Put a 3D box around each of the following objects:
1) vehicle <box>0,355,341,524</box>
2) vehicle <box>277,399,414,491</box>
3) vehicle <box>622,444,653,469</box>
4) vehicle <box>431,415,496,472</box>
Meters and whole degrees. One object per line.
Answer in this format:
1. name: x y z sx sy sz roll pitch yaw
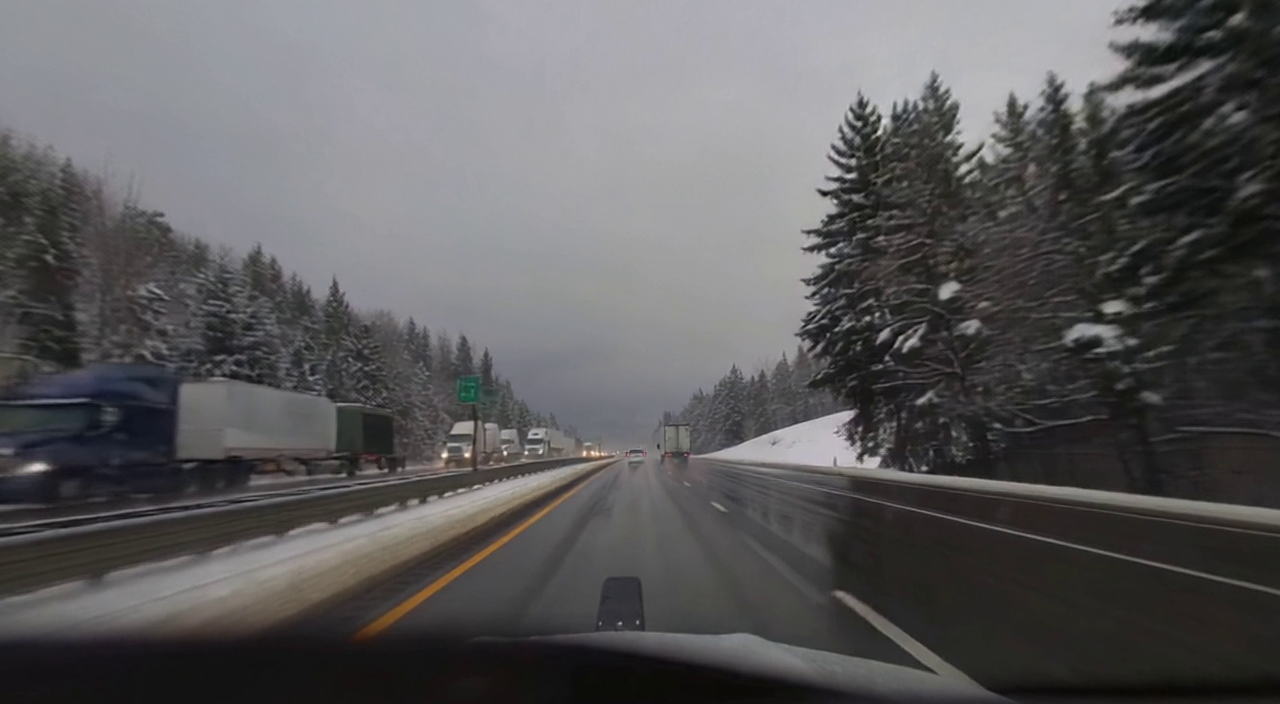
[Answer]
1. vehicle: -13.206 2.710 19.329 2.919 3.755 10.586 0 -9 0
2. vehicle: -13.088 4.270 28.962 2.668 3.649 7.436 0 -9 0
3. vehicle: -0.176 7.629 46.128 2.137 1.689 4.051 0 -9 0
4. vehicle: -12.730 6.694 46.073 2.948 3.877 6.066 0 -9 -1
